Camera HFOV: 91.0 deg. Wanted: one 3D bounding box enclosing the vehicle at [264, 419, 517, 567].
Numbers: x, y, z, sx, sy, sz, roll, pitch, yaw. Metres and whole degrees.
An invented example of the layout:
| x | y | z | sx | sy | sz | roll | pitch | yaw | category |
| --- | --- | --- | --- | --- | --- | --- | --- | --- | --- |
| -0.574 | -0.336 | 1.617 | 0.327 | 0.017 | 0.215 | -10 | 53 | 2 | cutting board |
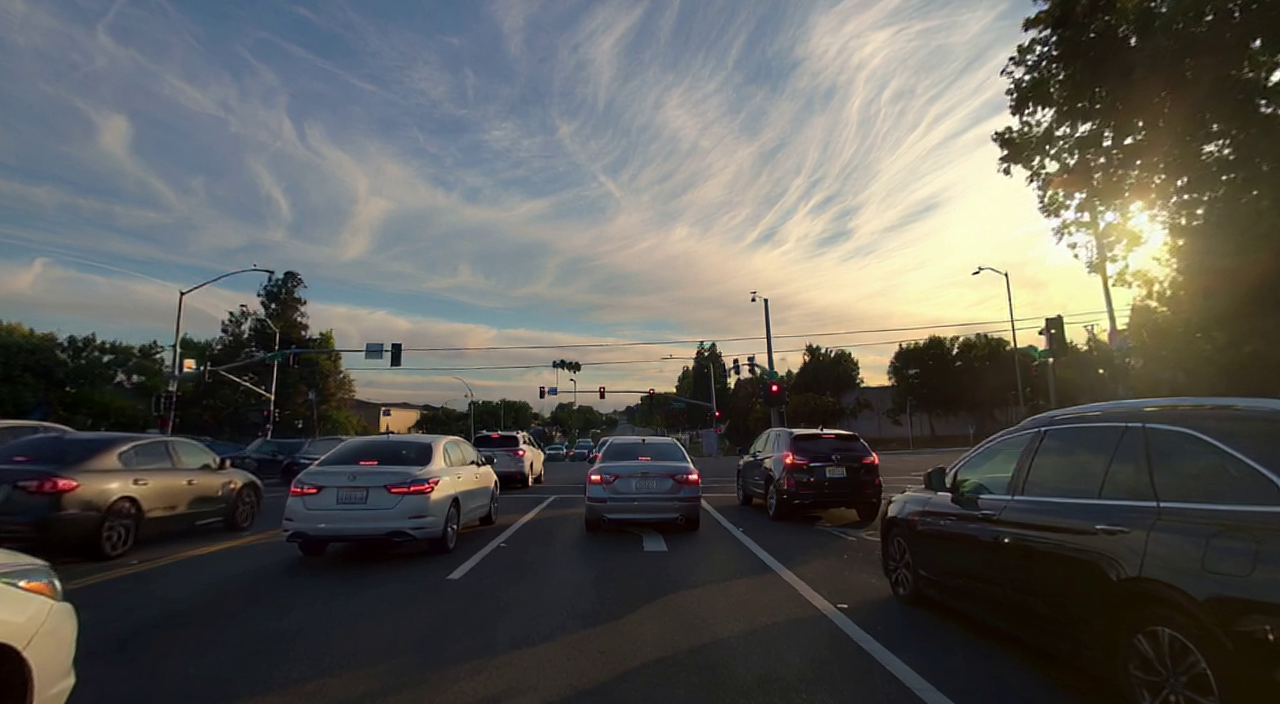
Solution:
| x | y | z | sx | sy | sz | roll | pitch | yaw | category |
| --- | --- | --- | --- | --- | --- | --- | --- | --- | --- |
| -3.061 | 1.811 | 8.895 | 1.896 | 1.546 | 4.378 | 0 | -8 | -2 | vehicle |

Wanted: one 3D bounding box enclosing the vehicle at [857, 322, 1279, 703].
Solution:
| x | y | z | sx | sy | sz | roll | pitch | yaw | category |
| --- | --- | --- | --- | --- | --- | --- | --- | --- | --- |
| 3.155 | 0.989 | 3.738 | 2.074 | 1.685 | 4.387 | 0 | -8 | -1 | vehicle |

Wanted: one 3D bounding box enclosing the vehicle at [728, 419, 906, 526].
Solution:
| x | y | z | sx | sy | sz | roll | pitch | yaw | category |
| --- | --- | --- | --- | --- | --- | --- | --- | --- | --- |
| 3.072 | 2.196 | 12.018 | 2.106 | 1.667 | 4.101 | 0 | -8 | -1 | vehicle |

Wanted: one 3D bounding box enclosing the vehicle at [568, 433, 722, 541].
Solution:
| x | y | z | sx | sy | sz | roll | pitch | yaw | category |
| --- | --- | --- | --- | --- | --- | --- | --- | --- | --- |
| 0.004 | 2.098 | 10.424 | 2.076 | 1.438 | 3.770 | 0 | -8 | -2 | vehicle |

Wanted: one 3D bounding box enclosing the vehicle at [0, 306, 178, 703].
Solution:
| x | y | z | sx | sy | sz | roll | pitch | yaw | category |
| --- | --- | --- | --- | --- | --- | --- | --- | --- | --- |
| -3.200 | 0.497 | 0.603 | 2.079 | 1.756 | 4.676 | 0 | -8 | -2 | vehicle |
